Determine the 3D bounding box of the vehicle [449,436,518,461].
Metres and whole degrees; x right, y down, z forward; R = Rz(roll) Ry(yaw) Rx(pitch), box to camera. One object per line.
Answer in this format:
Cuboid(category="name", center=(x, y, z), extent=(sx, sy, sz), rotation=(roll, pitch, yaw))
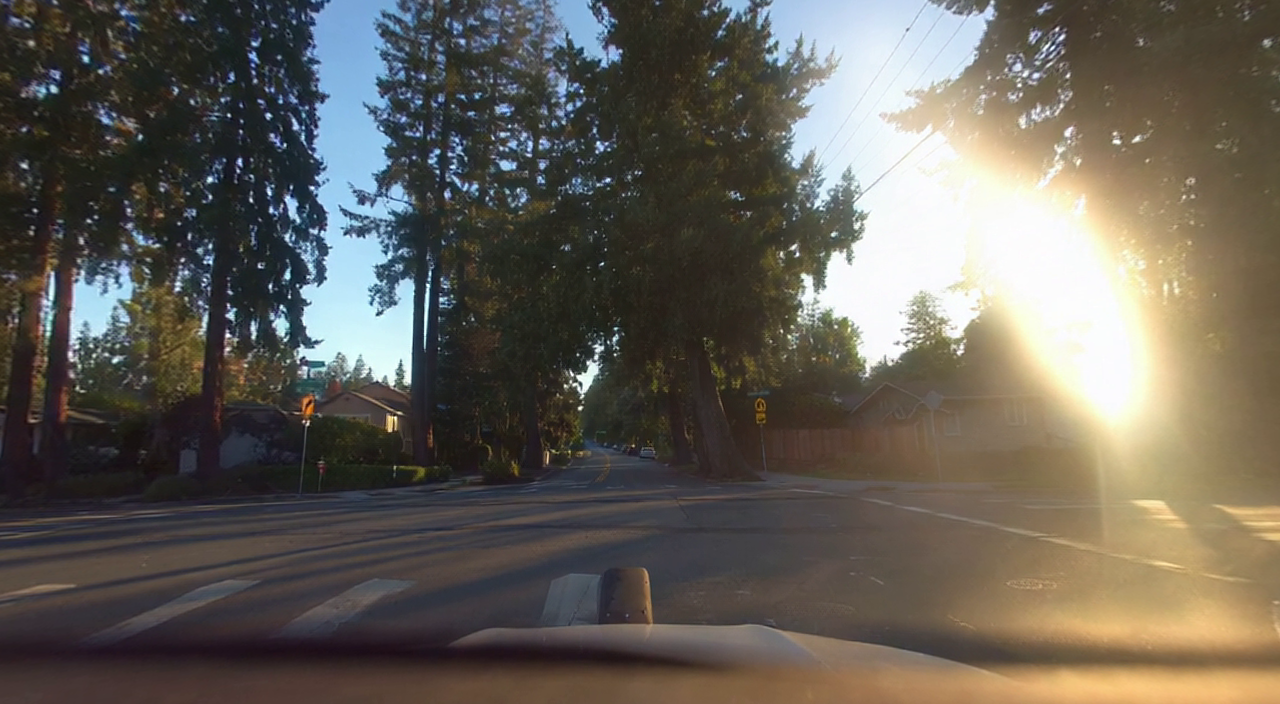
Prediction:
Cuboid(category="vehicle", center=(-11.668, 7.209, 47.241), extent=(4.622, 1.782, 1.836), rotation=(0, -8, 1))
